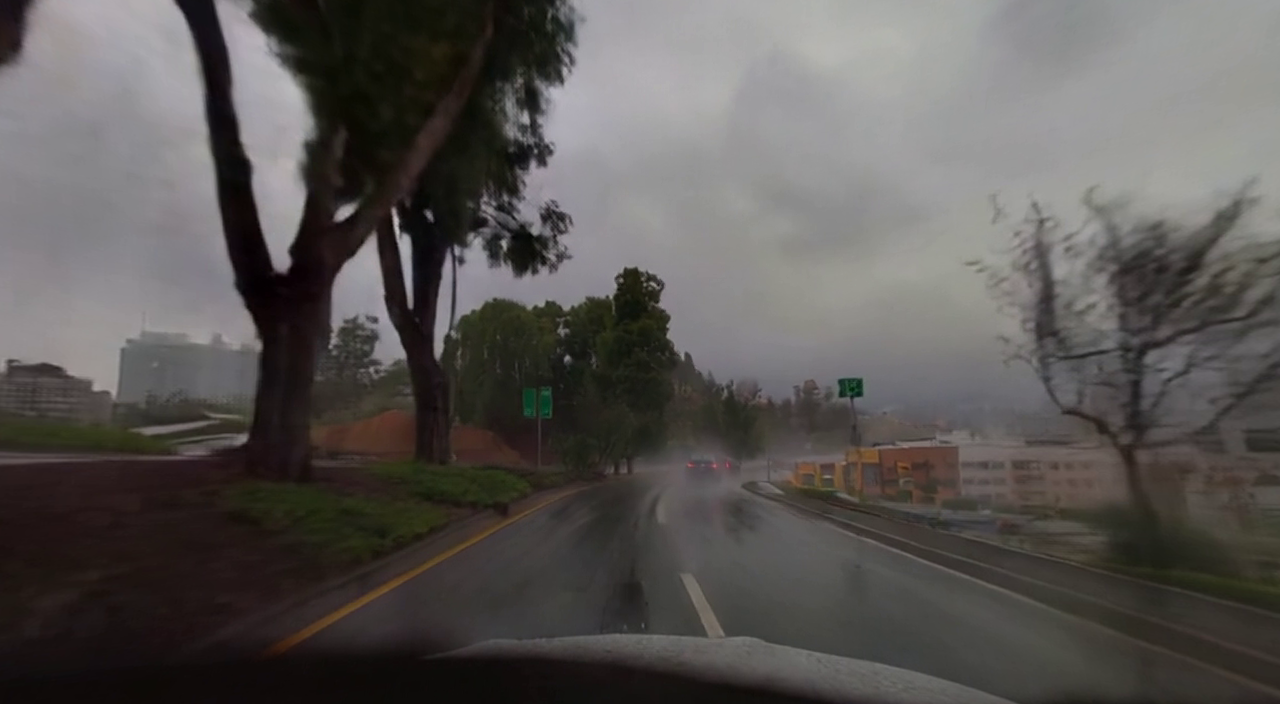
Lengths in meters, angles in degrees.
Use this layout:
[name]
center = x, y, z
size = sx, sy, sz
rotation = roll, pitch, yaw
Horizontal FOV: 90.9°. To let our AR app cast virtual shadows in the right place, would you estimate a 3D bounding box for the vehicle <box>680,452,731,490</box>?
[vehicle]
center = 2.806, 5.192, 27.797
size = 1.956, 1.473, 4.640
rotation = -1, -9, 3
